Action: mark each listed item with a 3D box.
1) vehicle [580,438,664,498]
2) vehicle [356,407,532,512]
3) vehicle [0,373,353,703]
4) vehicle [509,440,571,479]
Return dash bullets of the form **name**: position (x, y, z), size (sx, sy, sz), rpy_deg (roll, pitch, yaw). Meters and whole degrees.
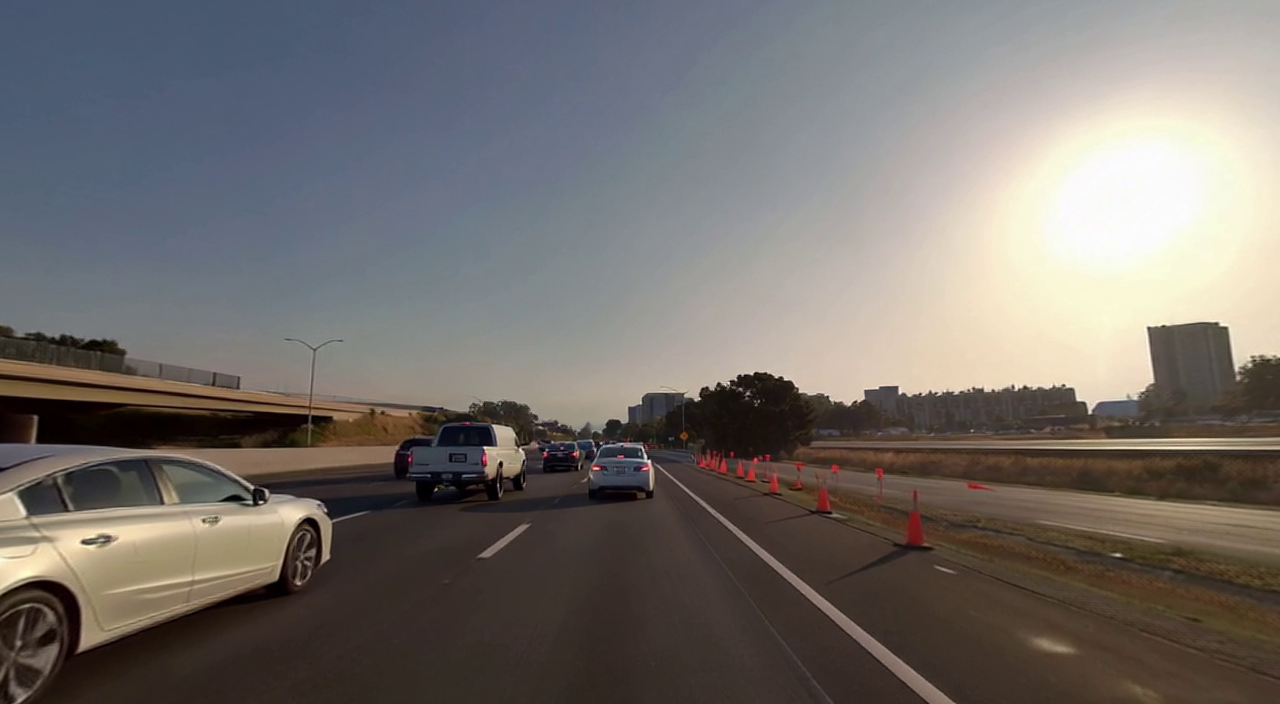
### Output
- **vehicle**: position (-0.468, 3.163, 17.608), size (2.069, 1.484, 3.918), rpy_deg (0, -9, -1)
- **vehicle**: position (-4.286, 2.505, 15.118), size (2.324, 2.012, 5.740), rpy_deg (0, -9, 0)
- **vehicle**: position (-3.841, 1.061, 3.849), size (2.041, 1.604, 4.384), rpy_deg (0, -9, 1)
- **vehicle**: position (-3.989, 4.326, 25.727), size (1.824, 1.459, 4.007), rpy_deg (0, -9, 1)
